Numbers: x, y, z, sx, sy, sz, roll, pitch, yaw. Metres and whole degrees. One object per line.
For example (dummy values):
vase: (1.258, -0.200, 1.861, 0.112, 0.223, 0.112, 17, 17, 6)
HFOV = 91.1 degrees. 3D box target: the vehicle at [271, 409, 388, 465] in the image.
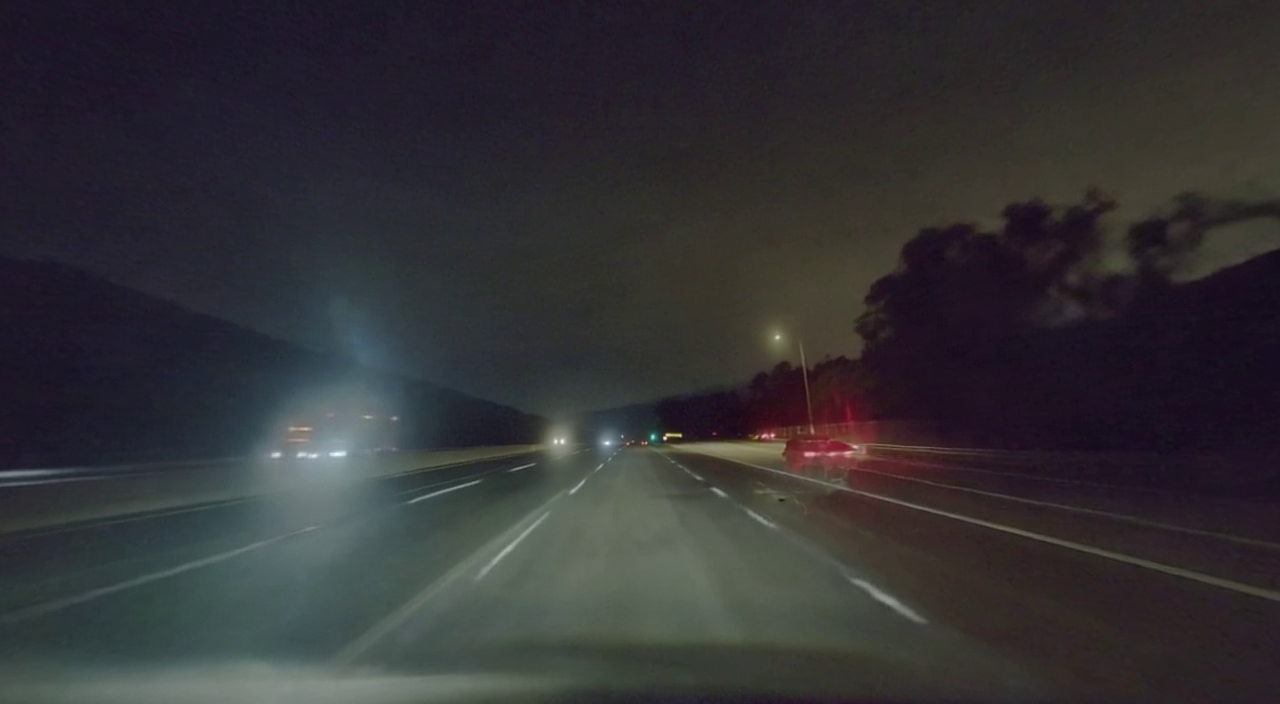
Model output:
vehicle: (-23.396, 6.563, 48.509, 3.093, 3.762, 12.209, 0, -8, -2)
